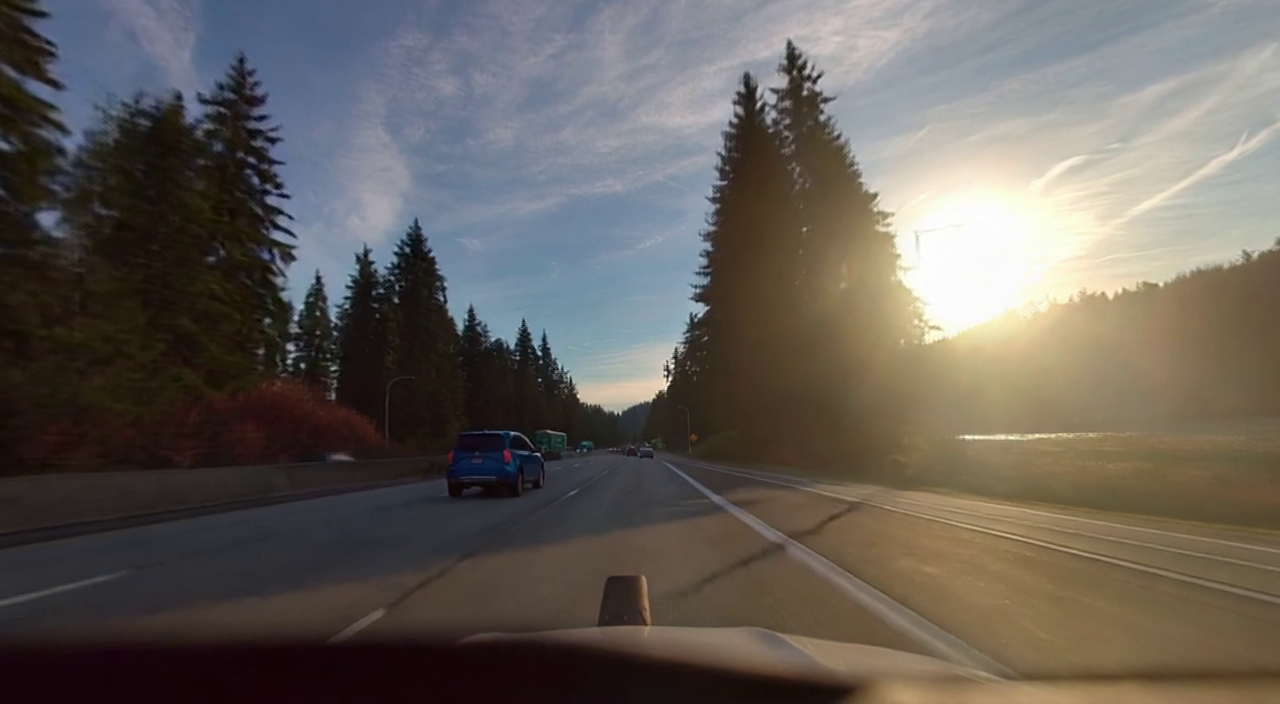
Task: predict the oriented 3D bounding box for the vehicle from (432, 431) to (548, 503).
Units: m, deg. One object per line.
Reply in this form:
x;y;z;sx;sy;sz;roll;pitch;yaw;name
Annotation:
-4.019;3.174;17.823;2.084;1.752;4.479;0;-9;1;vehicle

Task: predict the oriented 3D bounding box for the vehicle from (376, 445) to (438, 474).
-13.523;6.248;36.856;1.891;1.553;4.393;0;-9;1;vehicle
